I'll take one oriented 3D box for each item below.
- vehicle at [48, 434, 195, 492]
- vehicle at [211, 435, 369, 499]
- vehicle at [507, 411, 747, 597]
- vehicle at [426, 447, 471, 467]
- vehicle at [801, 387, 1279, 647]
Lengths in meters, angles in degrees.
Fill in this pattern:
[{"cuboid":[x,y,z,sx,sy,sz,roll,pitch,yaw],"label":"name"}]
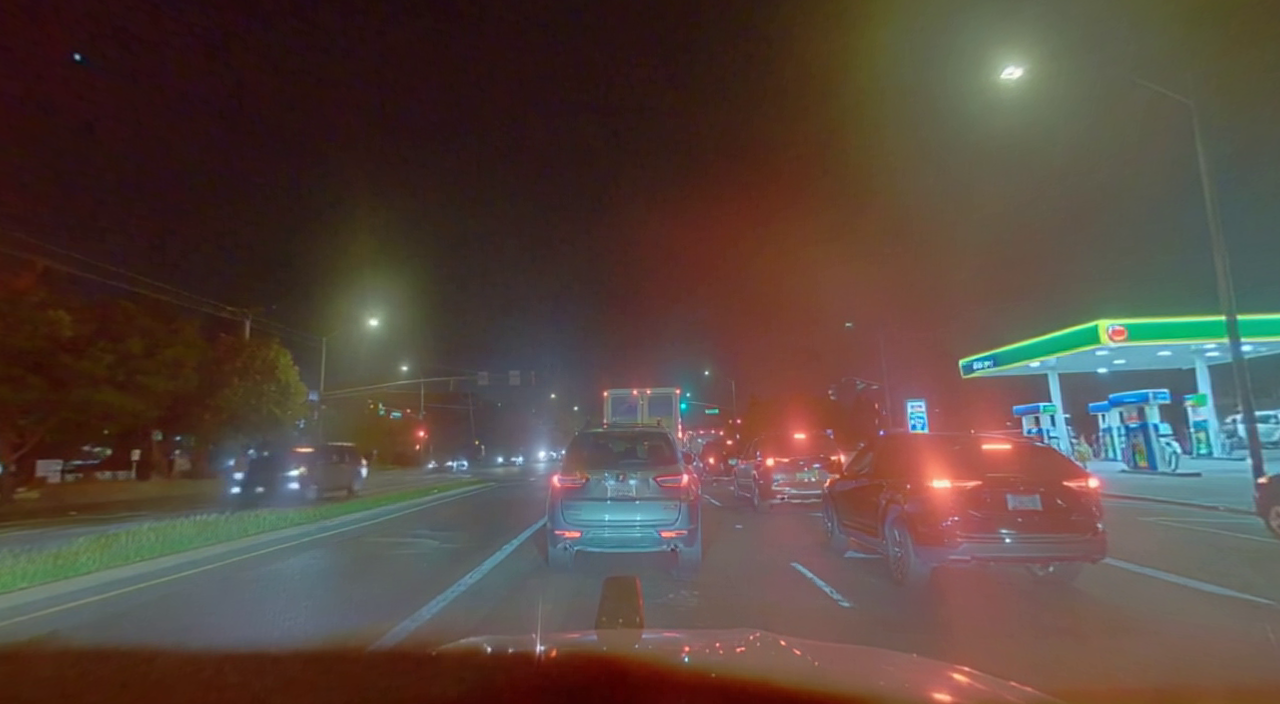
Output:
[{"cuboid":[-26.953,5.769,33.299,2.571,2.711,6.027,0,-9,-1],"label":"vehicle"},{"cuboid":[-10.978,3.637,20.396,2.190,1.778,5.033,0,-9,0],"label":"vehicle"},{"cuboid":[-0.156,1.616,7.492,2.106,1.613,3.697,0,-9,-1],"label":"vehicle"},{"cuboid":[-14.738,8.080,48.828,2.011,1.465,4.528,-1,-9,1],"label":"vehicle"},{"cuboid":[3.362,1.419,6.480,2.056,1.700,4.399,0,-9,-3],"label":"vehicle"}]
